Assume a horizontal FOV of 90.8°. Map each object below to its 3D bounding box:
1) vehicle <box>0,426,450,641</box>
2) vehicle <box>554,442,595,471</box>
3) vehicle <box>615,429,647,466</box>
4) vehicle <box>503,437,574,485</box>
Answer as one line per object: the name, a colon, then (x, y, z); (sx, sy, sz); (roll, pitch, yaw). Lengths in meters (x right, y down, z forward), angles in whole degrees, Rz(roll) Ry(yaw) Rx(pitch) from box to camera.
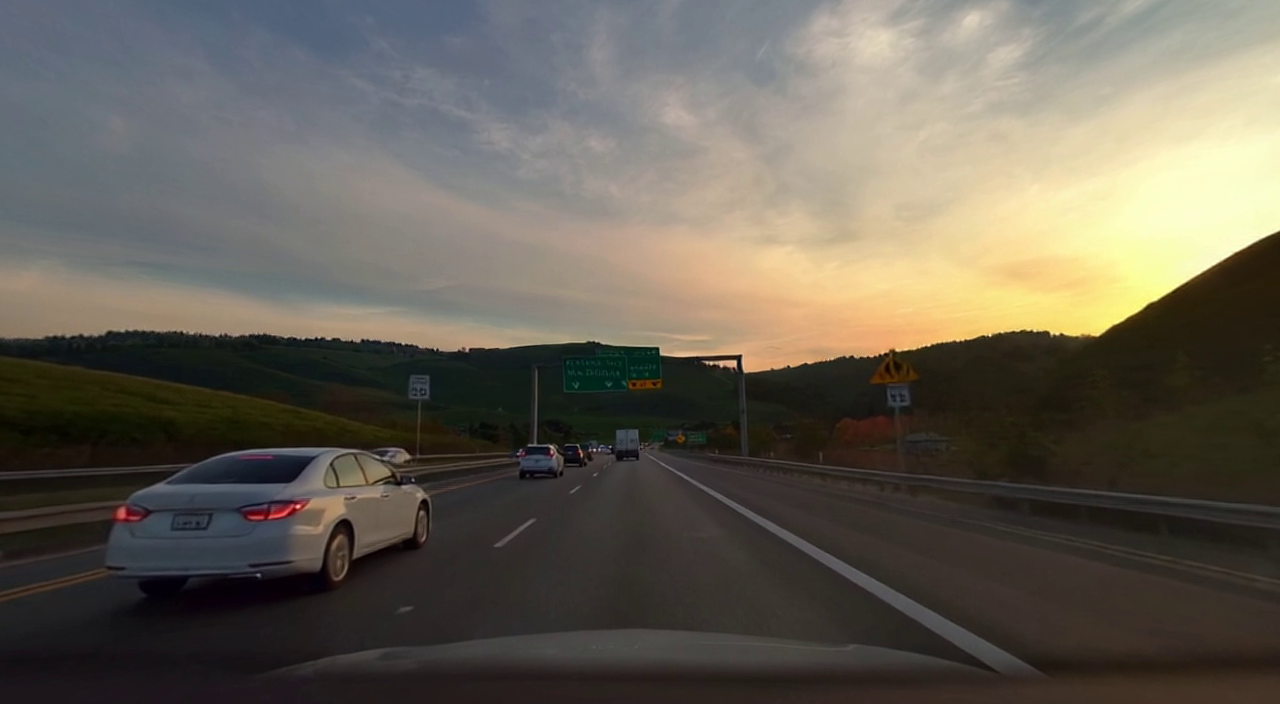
vehicle: (-3.670, 1.586, 6.619); (1.988, 1.440, 4.504); (0, -9, -1)
vehicle: (-3.864, 6.227, 37.821); (2.044, 1.624, 4.032); (0, -9, 0)
vehicle: (-0.648, 7.358, 48.631); (2.227, 2.611, 5.900); (0, -9, 1)
vehicle: (-3.876, 4.241, 24.864); (2.073, 1.694, 4.162); (0, -9, 0)
